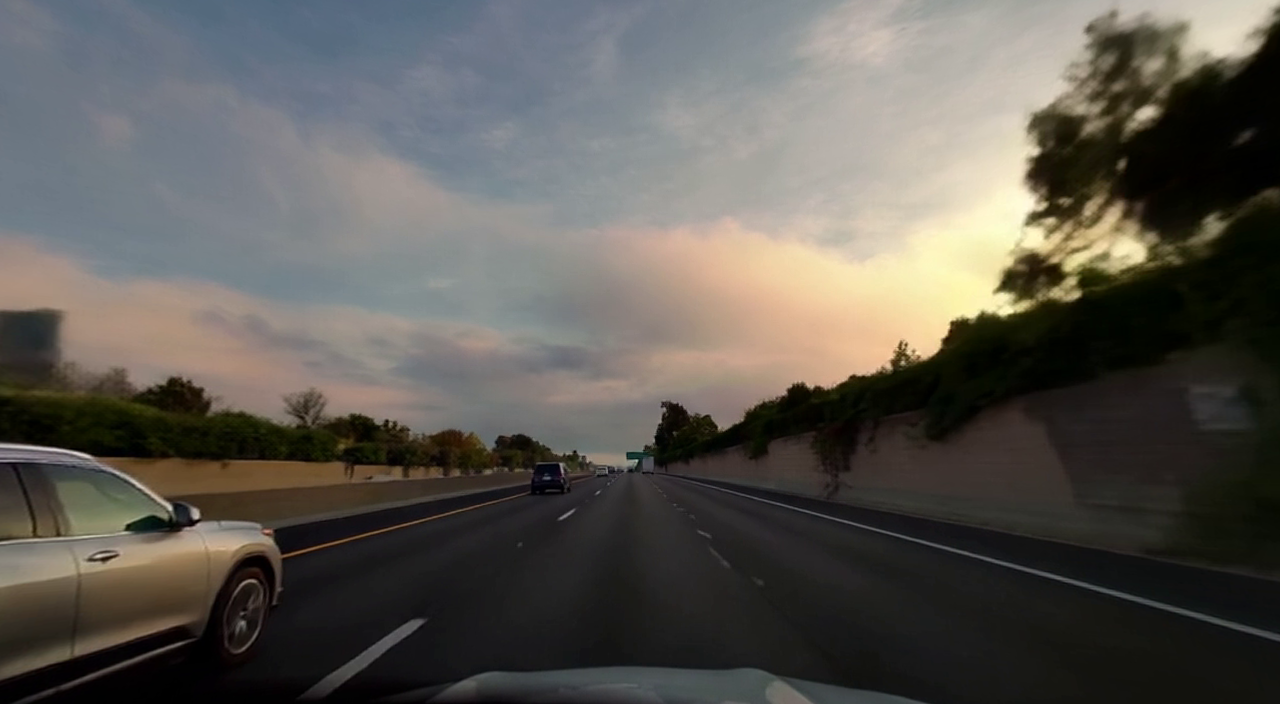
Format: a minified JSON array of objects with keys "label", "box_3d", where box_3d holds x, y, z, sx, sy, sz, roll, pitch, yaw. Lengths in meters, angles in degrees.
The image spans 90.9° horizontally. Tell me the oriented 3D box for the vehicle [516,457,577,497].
[{"label":"vehicle","box_3d":[-4.419,5.999,30.498,2.178,1.736,4.847,1,-10,0]}]
